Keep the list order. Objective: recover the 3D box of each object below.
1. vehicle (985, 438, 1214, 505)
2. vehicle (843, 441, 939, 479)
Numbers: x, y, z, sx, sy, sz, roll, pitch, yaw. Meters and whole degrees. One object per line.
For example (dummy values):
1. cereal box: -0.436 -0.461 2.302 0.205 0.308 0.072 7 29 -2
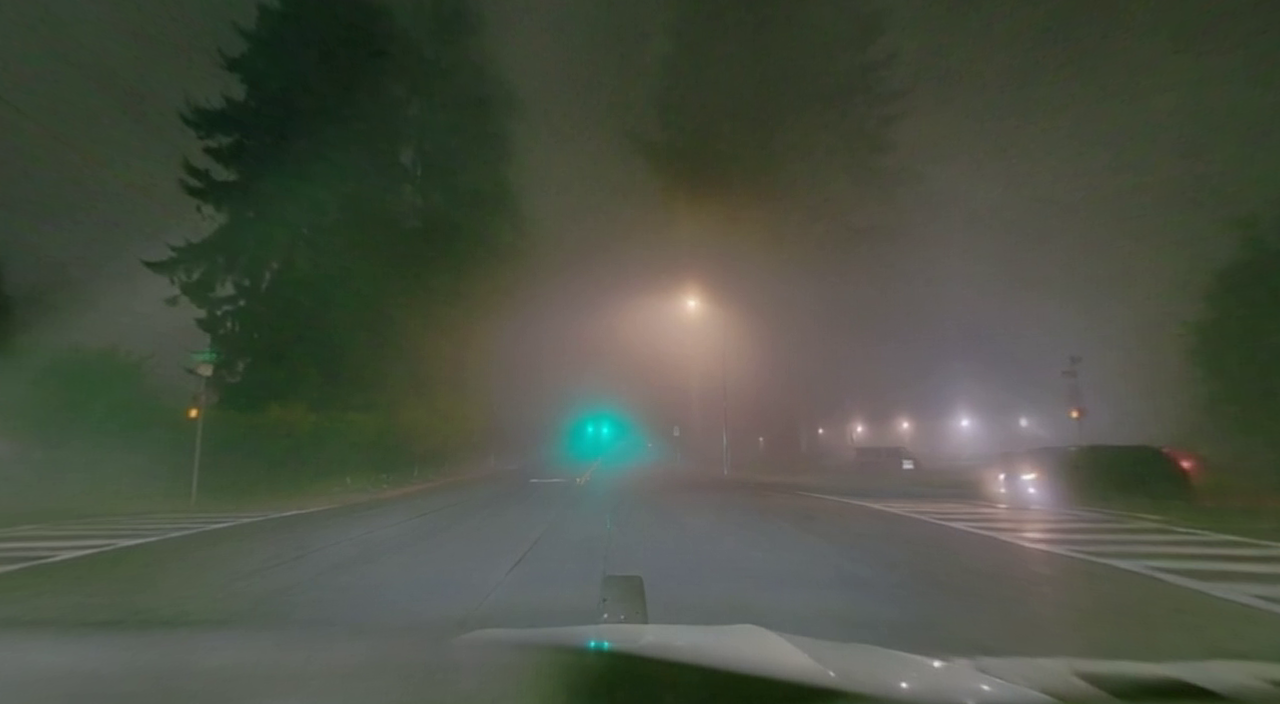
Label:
1. vehicle: 11.958 3.113 16.632 4.448 1.637 1.881 -1 -9 5
2. vehicle: 9.845 4.213 24.724 3.191 1.365 1.458 -6 -10 36
